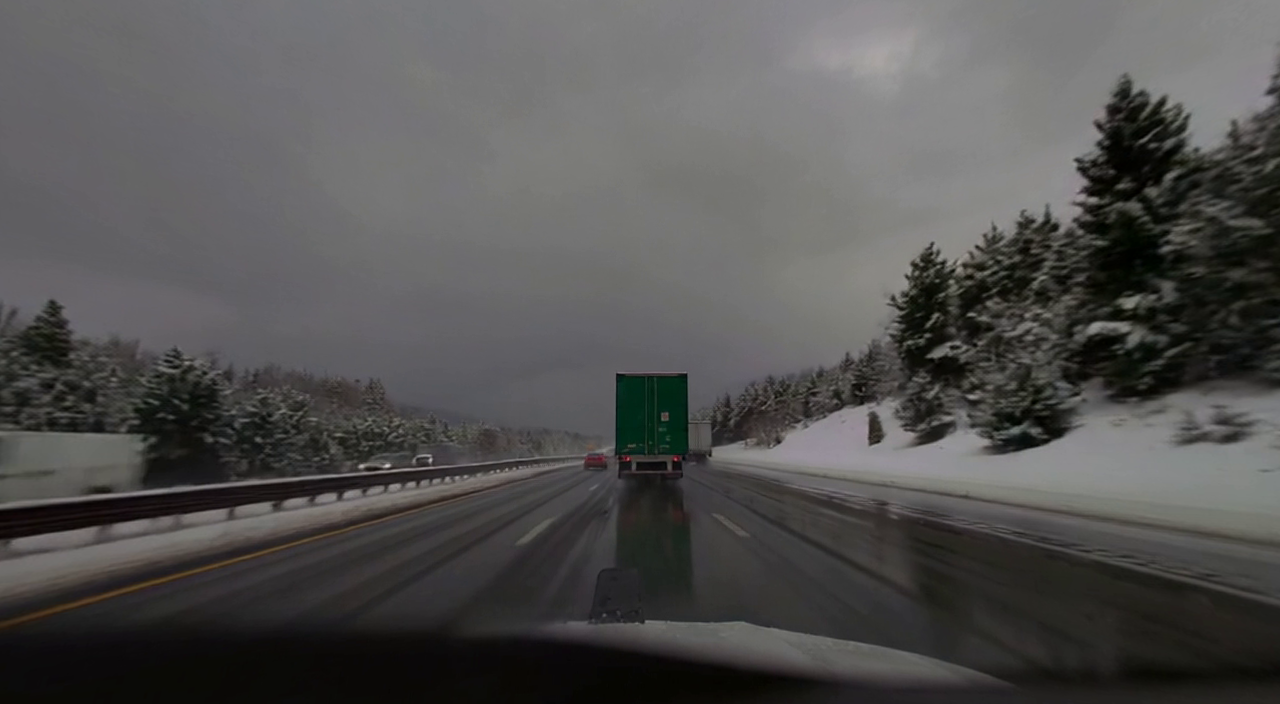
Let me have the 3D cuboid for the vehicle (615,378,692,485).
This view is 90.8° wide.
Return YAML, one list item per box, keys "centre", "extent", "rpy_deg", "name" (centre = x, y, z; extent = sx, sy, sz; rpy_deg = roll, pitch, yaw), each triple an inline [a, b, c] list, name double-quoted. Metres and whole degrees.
- centre: [0.537, 3.883, 29.718]
  extent: [2.932, 4.042, 11.054]
  rpy_deg: [0, -9, 0]
  name: "vehicle"

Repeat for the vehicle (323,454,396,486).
- centre: [-15.040, 6.317, 34.098]
  extent: [2.065, 1.554, 3.966]
  rpy_deg: [0, -9, 0]
  name: "vehicle"

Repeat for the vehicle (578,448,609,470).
- centre: [-3.440, 8.026, 47.558]
  extent: [2.012, 1.520, 4.227]
  rpy_deg: [0, -9, 0]
  name: "vehicle"
